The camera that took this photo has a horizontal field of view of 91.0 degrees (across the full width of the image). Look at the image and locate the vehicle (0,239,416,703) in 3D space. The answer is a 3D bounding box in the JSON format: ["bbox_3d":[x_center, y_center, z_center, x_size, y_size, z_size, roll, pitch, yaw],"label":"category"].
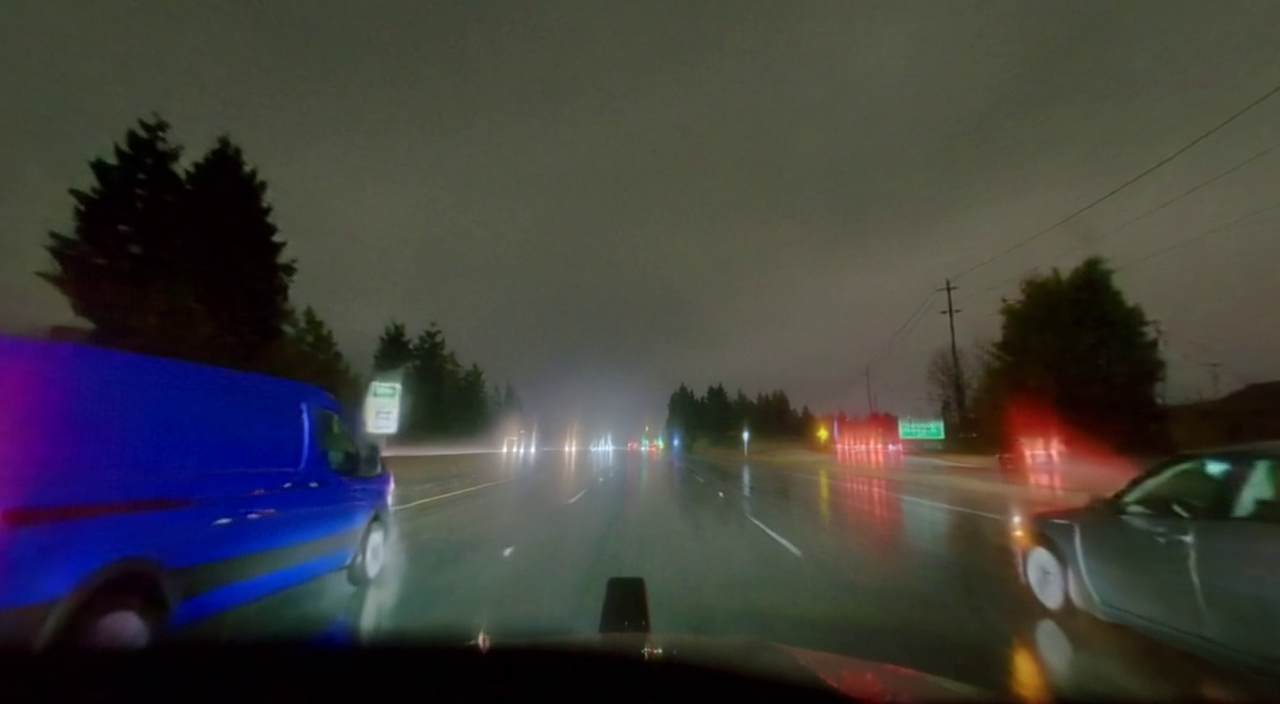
[{"bbox_3d":[-3.364,0.845,3.735,2.281,2.025,4.586,0,-8,1],"label":"vehicle"}]

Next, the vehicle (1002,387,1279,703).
[{"bbox_3d":[3.835,0.985,2.967,1.909,1.599,3.943,0,-8,1],"label":"vehicle"}]
